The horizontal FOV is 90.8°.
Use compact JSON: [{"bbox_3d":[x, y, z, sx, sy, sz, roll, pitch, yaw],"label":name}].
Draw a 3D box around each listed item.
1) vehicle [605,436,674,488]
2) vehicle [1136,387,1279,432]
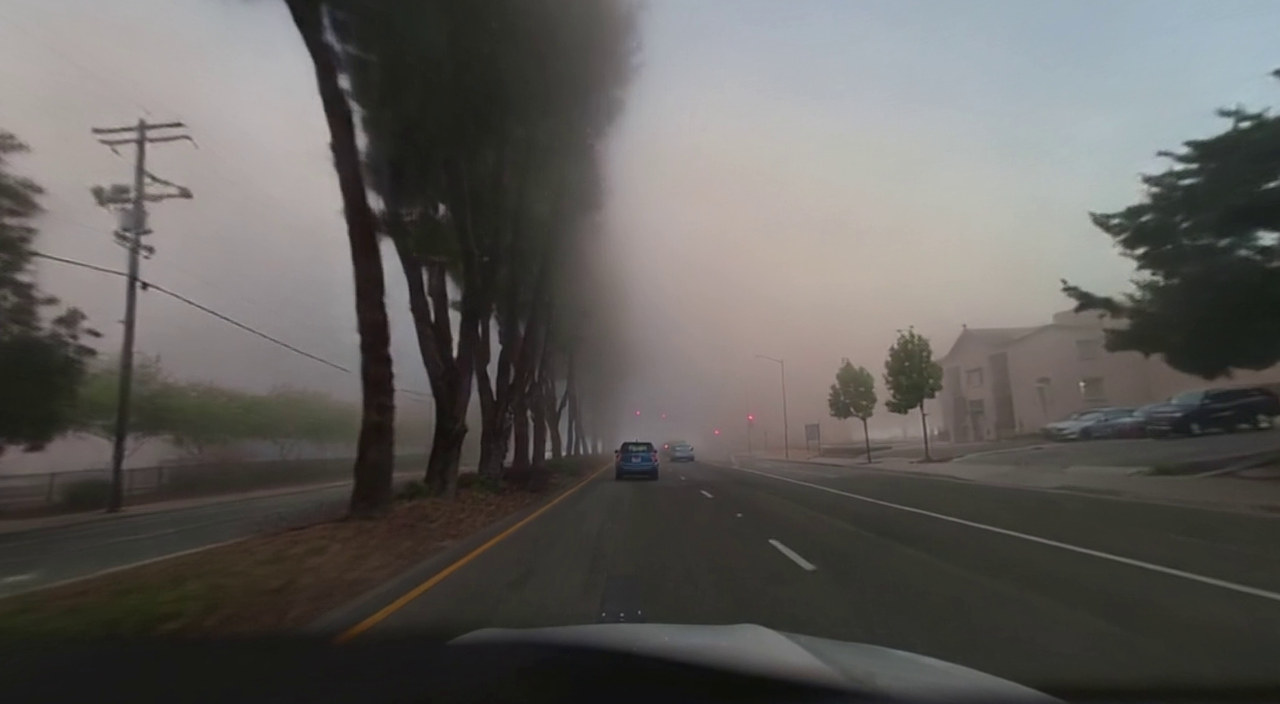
[{"bbox_3d":[-0.065,3.824,22.261,2.181,1.639,4.127,0,-9,-1],"label":"vehicle"},{"bbox_3d":[22.459,2.248,24.508,4.738,1.593,2.123,0,-8,-4],"label":"vehicle"}]
